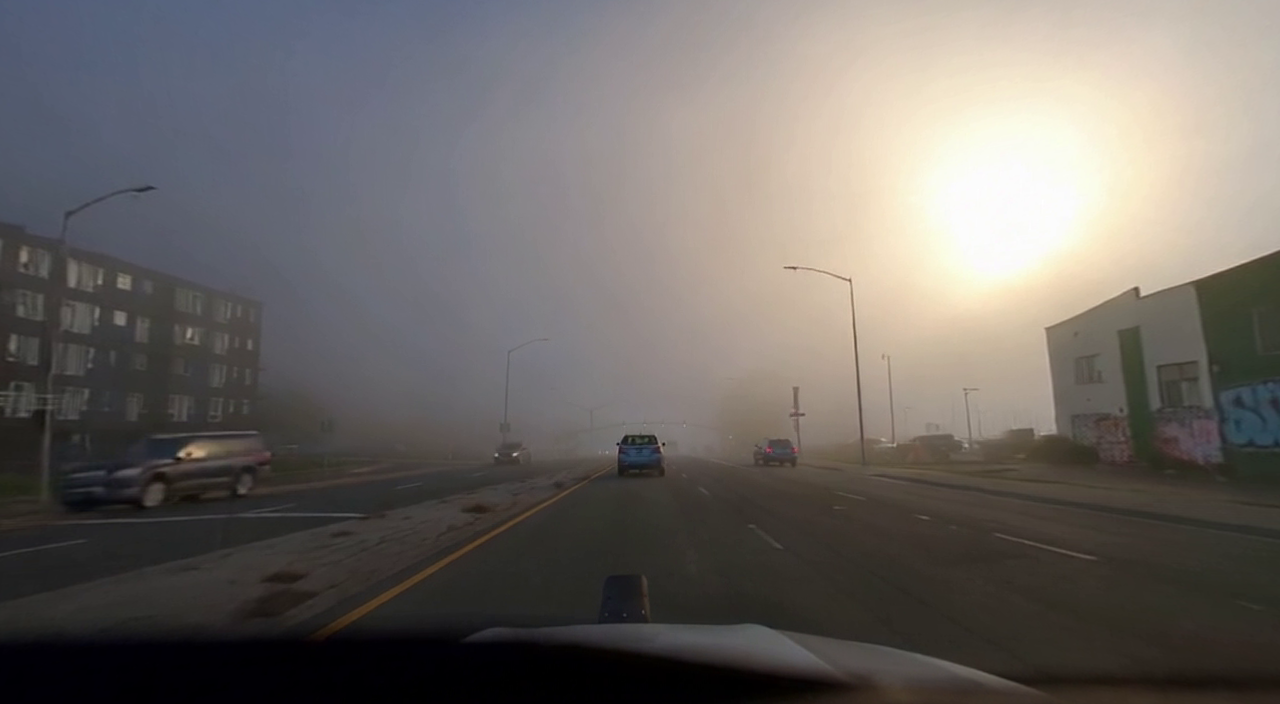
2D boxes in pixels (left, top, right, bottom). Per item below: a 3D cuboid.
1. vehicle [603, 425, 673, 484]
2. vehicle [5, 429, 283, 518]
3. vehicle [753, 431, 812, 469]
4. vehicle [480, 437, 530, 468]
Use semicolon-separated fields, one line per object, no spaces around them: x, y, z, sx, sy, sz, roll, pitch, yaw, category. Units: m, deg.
-0.005;3.527;22.023;2.160;1.786;4.702;-1;-8;1;vehicle
-13.101;3.206;17.450;2.544;2.014;5.821;-1;-8;6;vehicle
7.002;4.850;31.493;1.952;1.749;4.311;0;-8;0;vehicle
-8.389;6.272;39.538;1.979;1.794;4.264;-1;-8;3;vehicle
